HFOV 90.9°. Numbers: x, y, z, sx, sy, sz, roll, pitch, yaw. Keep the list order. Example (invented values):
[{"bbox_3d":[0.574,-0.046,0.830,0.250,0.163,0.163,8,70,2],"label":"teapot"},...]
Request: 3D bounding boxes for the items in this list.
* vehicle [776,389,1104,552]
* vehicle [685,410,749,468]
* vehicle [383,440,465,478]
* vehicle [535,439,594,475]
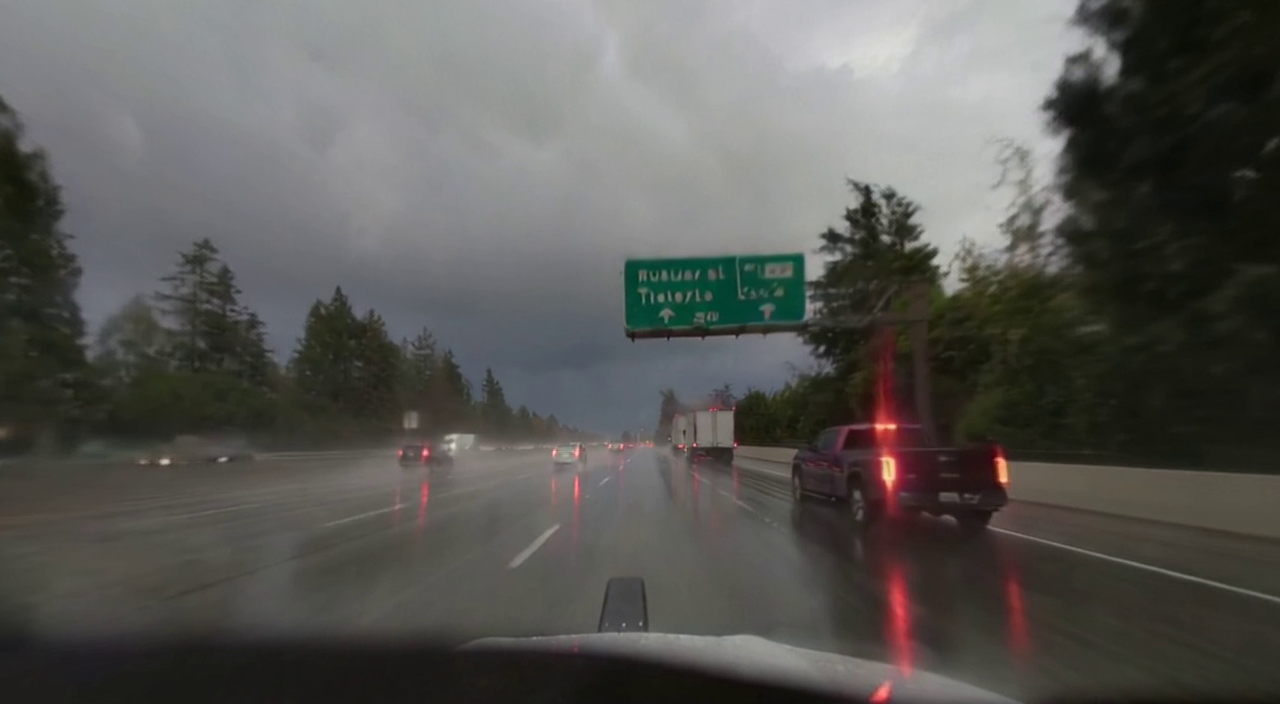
[{"bbox_3d":[4.290,1.896,10.880,2.355,1.930,6.633,0,-8,0],"label":"vehicle"},{"bbox_3d":[4.318,5.121,36.992,2.732,3.052,7.118,0,-8,-1],"label":"vehicle"},{"bbox_3d":[-9.142,4.549,27.097,1.899,1.465,4.589,0,-8,0],"label":"vehicle"},{"bbox_3d":[-3.271,4.673,28.265,1.981,1.473,4.317,0,-8,2],"label":"vehicle"}]
